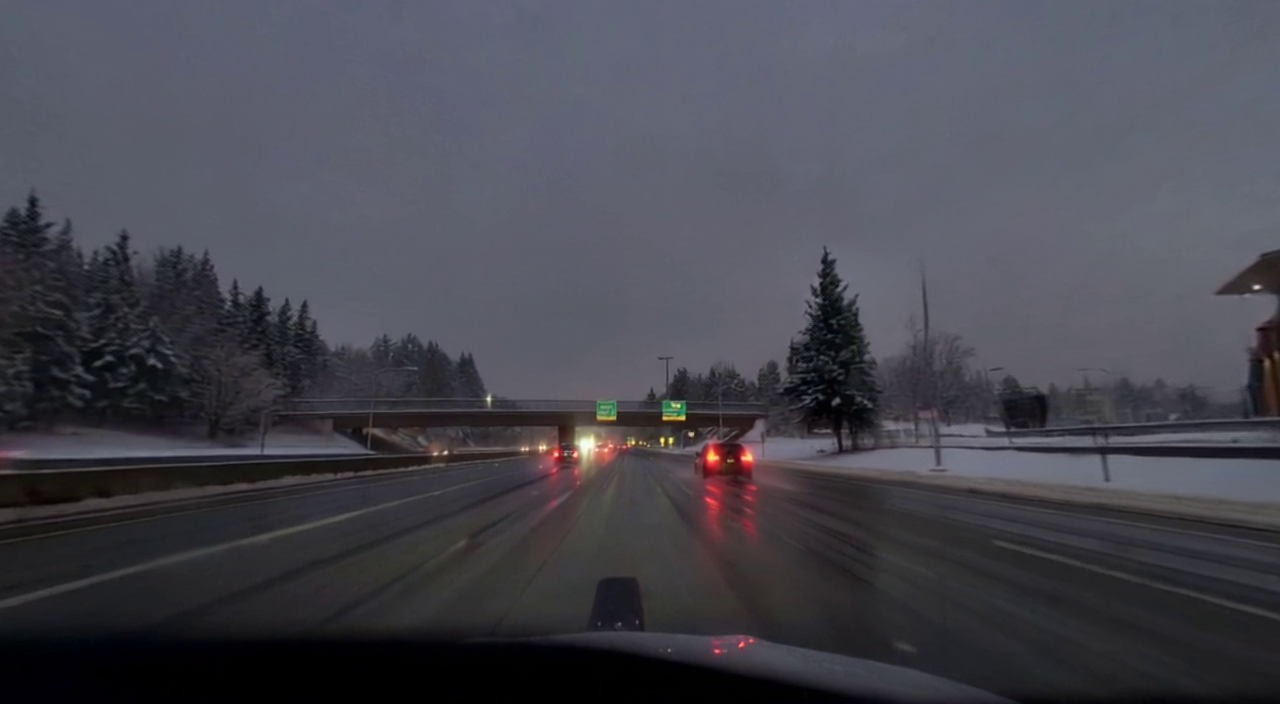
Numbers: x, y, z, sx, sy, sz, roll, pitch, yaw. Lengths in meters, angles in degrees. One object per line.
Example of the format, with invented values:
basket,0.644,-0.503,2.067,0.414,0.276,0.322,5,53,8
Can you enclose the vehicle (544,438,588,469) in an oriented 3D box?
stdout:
vehicle,-4.544,6.300,39.384,2.176,1.779,4.755,0,-8,0

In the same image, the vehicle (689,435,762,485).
vehicle,3.090,3.993,23.692,1.997,1.686,4.247,0,-8,-2
